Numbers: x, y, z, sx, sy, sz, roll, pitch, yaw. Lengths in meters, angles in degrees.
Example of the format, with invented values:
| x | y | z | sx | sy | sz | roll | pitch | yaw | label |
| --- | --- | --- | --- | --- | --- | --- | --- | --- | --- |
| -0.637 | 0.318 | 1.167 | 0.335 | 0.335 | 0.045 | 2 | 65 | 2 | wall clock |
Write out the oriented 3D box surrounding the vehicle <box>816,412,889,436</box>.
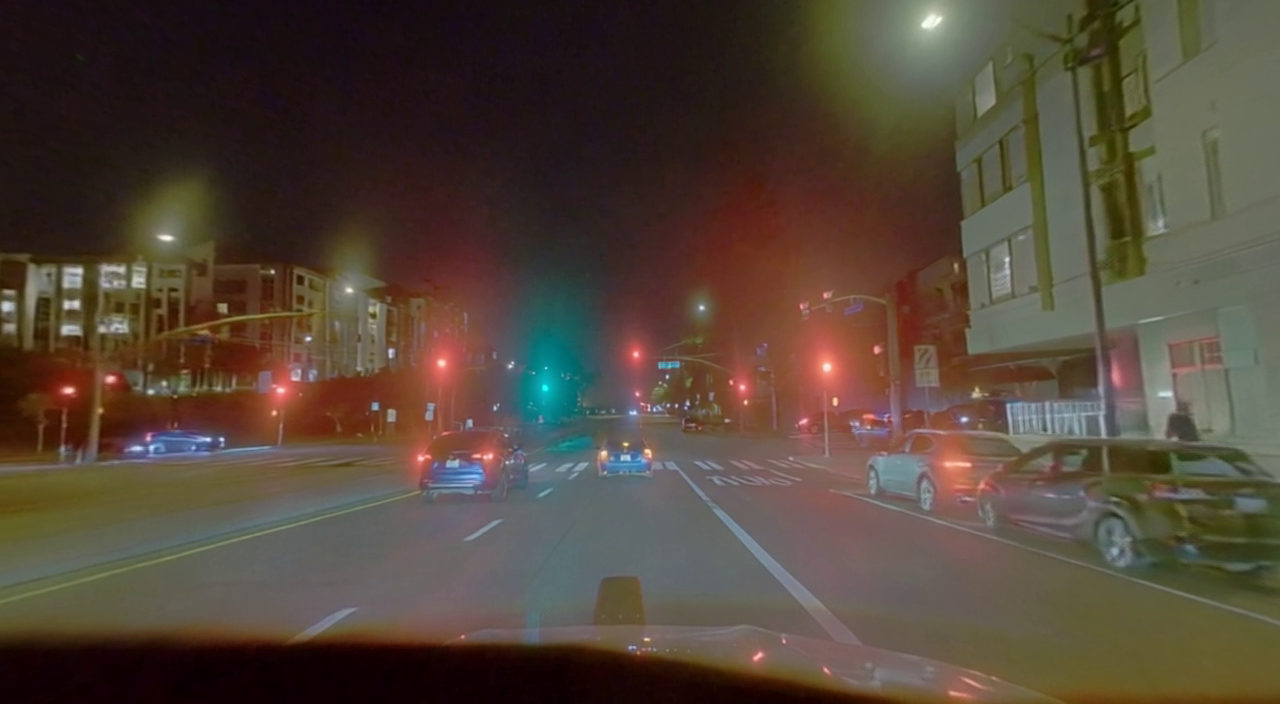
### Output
| x | y | z | sx | sy | sz | roll | pitch | yaw | label |
| --- | --- | --- | --- | --- | --- | --- | --- | --- | --- |
| 15.214 | 5.177 | 45.275 | 4.775 | 1.604 | 1.915 | 3 | -9 | -20 | vehicle |

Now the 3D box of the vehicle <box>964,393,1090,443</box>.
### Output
| x | y | z | sx | sy | sz | roll | pitch | yaw | label |
| --- | --- | --- | --- | --- | --- | --- | --- | --- | --- |
| 21.676 | 3.754 | 35.537 | 5.756 | 2.653 | 2.403 | 2 | -9 | -11 | vehicle |

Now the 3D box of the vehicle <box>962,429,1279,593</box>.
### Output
| x | y | z | sx | sy | sz | roll | pitch | yaw | label |
| --- | --- | --- | --- | --- | --- | --- | --- | --- | --- |
| 6.129 | 1.797 | 8.016 | 1.959 | 1.513 | 4.104 | 0 | -8 | 1 | vehicle |

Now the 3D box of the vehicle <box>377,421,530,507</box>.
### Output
| x | y | z | sx | sy | sz | roll | pitch | yaw | label |
| --- | --- | --- | --- | --- | --- | --- | --- | --- | --- |
| -3.732 | 2.349 | 13.605 | 1.934 | 1.522 | 4.464 | 0 | -8 | 0 | vehicle |

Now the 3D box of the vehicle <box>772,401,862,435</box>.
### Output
| x | y | z | sx | sy | sz | roll | pitch | yaw | label |
| --- | --- | --- | --- | --- | --- | --- | --- | --- | --- |
| 13.781 | 5.191 | 49.160 | 6.541 | 2.480 | 2.259 | 3 | -9 | -19 | vehicle |

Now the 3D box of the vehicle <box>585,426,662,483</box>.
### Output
| x | y | z | sx | sy | sz | roll | pitch | yaw | label |
| --- | --- | --- | --- | --- | --- | --- | --- | --- | --- |
| -0.446 | 3.075 | 19.073 | 2.082 | 1.520 | 3.896 | 0 | -8 | 0 | vehicle |

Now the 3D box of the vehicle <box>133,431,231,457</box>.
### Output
| x | y | z | sx | sy | sz | roll | pitch | yaw | label |
| --- | --- | --- | --- | --- | --- | --- | --- | --- | --- |
| -27.401 | 5.539 | 37.904 | 4.453 | 1.471 | 1.921 | -1 | -8 | 4 | vehicle |

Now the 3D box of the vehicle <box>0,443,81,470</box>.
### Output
| x | y | z | sx | sy | sz | roll | pitch | yaw | label |
| --- | --- | --- | --- | --- | --- | --- | --- | --- | --- |
| -34.165 | 5.804 | 35.206 | 3.957 | 1.396 | 2.134 | 0 | -8 | 1 | vehicle |

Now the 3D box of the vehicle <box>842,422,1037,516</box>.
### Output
| x | y | z | sx | sy | sz | roll | pitch | yaw | label |
| --- | --- | --- | --- | --- | --- | --- | --- | --- | --- |
| 6.201 | 2.469 | 13.840 | 1.904 | 1.705 | 4.510 | 0 | -9 | -2 | vehicle |
